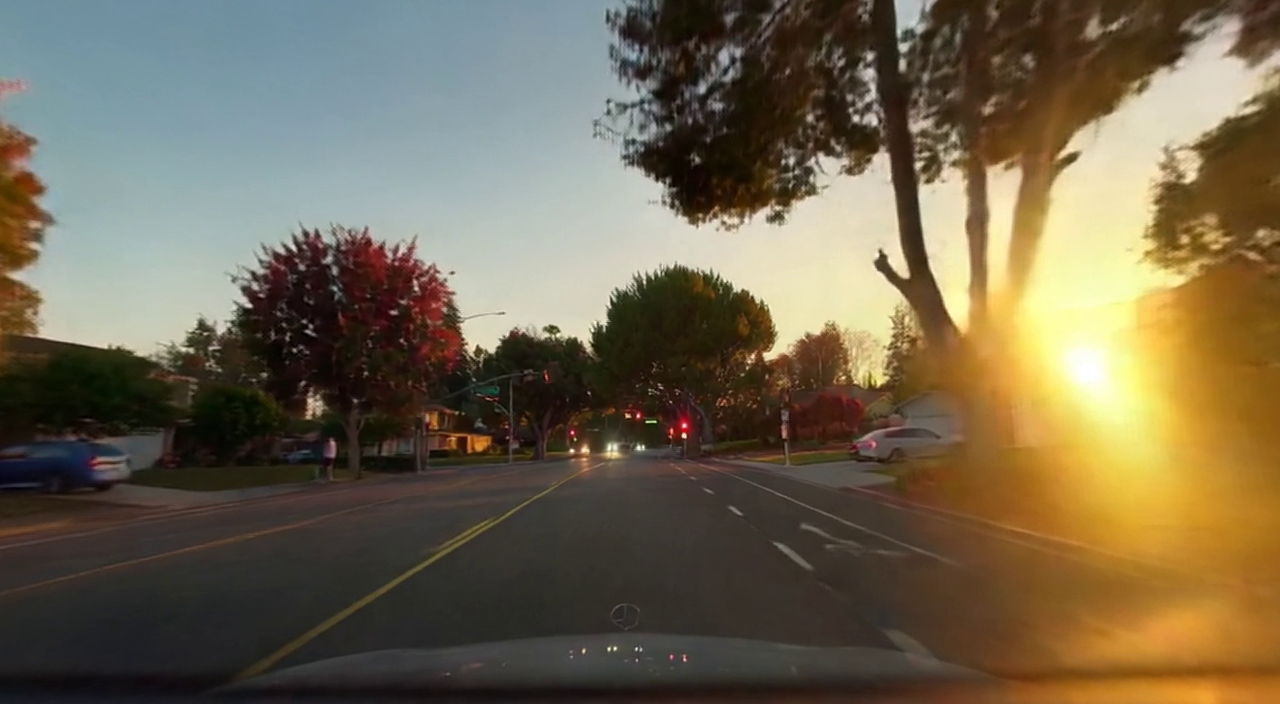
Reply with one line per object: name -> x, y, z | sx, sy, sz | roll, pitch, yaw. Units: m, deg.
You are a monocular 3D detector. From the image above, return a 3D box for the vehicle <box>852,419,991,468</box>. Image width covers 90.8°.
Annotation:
vehicle -> 10.752, 3.530, 24.402 | 4.423, 1.779, 1.883 | 0, -8, 0

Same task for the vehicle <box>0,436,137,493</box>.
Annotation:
vehicle -> -18.826, 3.536, 19.992 | 4.115, 1.699, 1.848 | 0, -8, -1
